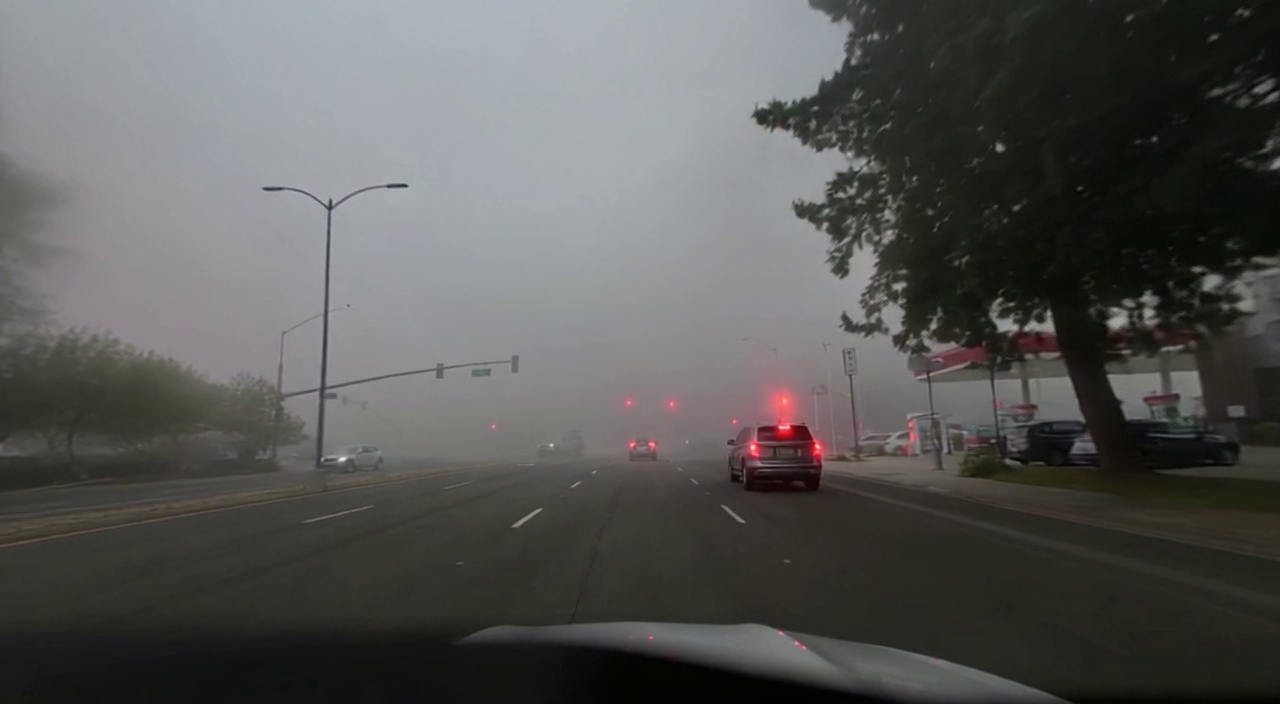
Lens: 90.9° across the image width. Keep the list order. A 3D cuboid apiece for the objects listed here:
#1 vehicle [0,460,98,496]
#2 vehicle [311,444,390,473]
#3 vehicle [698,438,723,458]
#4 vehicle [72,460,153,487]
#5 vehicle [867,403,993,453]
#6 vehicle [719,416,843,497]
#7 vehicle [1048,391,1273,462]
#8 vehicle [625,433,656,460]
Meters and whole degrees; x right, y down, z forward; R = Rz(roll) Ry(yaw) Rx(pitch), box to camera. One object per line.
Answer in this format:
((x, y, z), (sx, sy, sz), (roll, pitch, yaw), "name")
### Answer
((-29.664, 6.138, 31.044), (1.870, 1.508, 4.441), (0, -9, 2), "vehicle")
((-17.348, 6.373, 37.987), (1.883, 1.623, 4.588), (-2, -9, 12), "vehicle")
((5.293, 7.260, 47.504), (1.719, 1.420, 4.007), (-1, -9, 4), "vehicle")
((-40.048, 9.205, 47.927), (4.632, 1.454, 1.808), (2, -9, -42), "vehicle")
((16.223, 4.298, 35.475), (5.790, 2.675, 2.554), (1, -9, -5), "vehicle")
((3.411, 2.659, 16.250), (2.083, 1.779, 4.347), (0, -9, -1), "vehicle")
((15.805, 2.318, 19.397), (4.864, 2.023, 2.132), (0, -9, 2), "vehicle")
((0.066, 6.542, 43.623), (2.067, 1.702, 3.987), (0, -9, 1), "vehicle")
